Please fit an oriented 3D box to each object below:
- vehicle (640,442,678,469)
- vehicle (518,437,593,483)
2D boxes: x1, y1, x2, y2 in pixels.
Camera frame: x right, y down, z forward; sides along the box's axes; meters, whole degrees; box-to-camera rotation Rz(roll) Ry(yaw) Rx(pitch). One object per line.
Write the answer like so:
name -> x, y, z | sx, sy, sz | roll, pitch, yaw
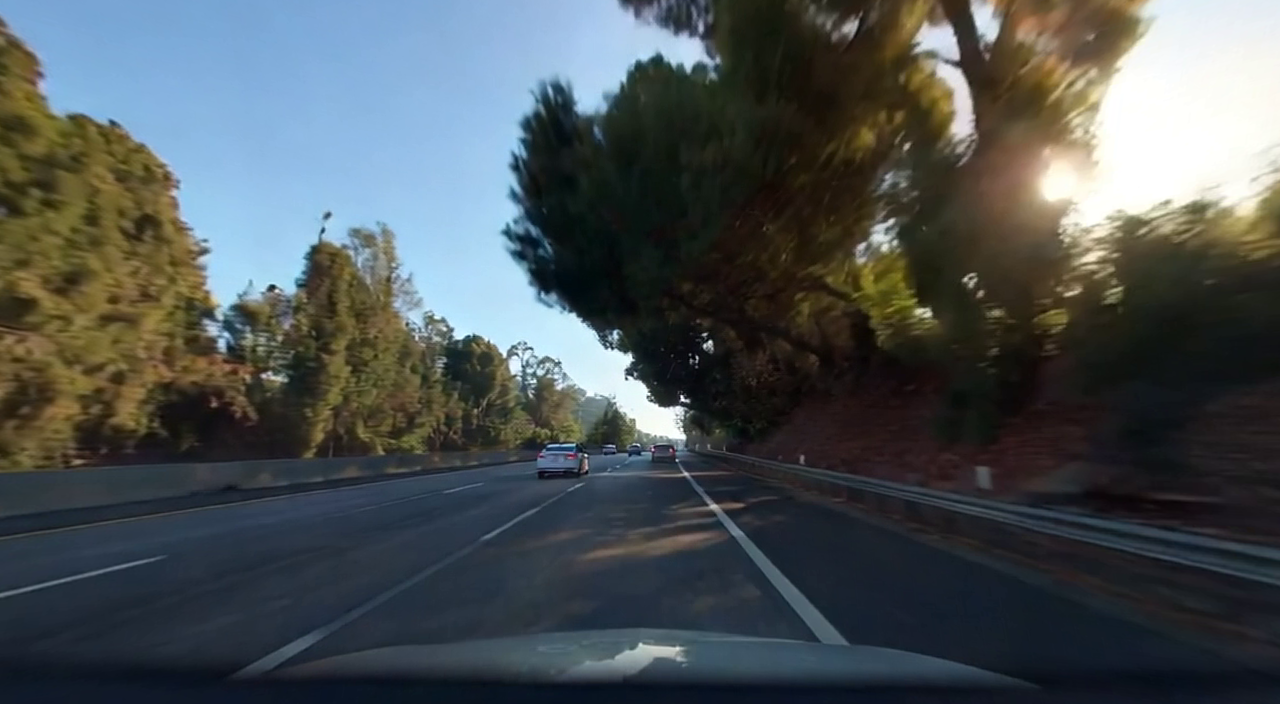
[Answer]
vehicle -> 1.160, 5.935, 36.430 | 2.113, 1.464, 4.073 | 0, -8, 3
vehicle -> -3.007, 3.972, 23.553 | 2.024, 1.531, 4.431 | 0, -8, 2
